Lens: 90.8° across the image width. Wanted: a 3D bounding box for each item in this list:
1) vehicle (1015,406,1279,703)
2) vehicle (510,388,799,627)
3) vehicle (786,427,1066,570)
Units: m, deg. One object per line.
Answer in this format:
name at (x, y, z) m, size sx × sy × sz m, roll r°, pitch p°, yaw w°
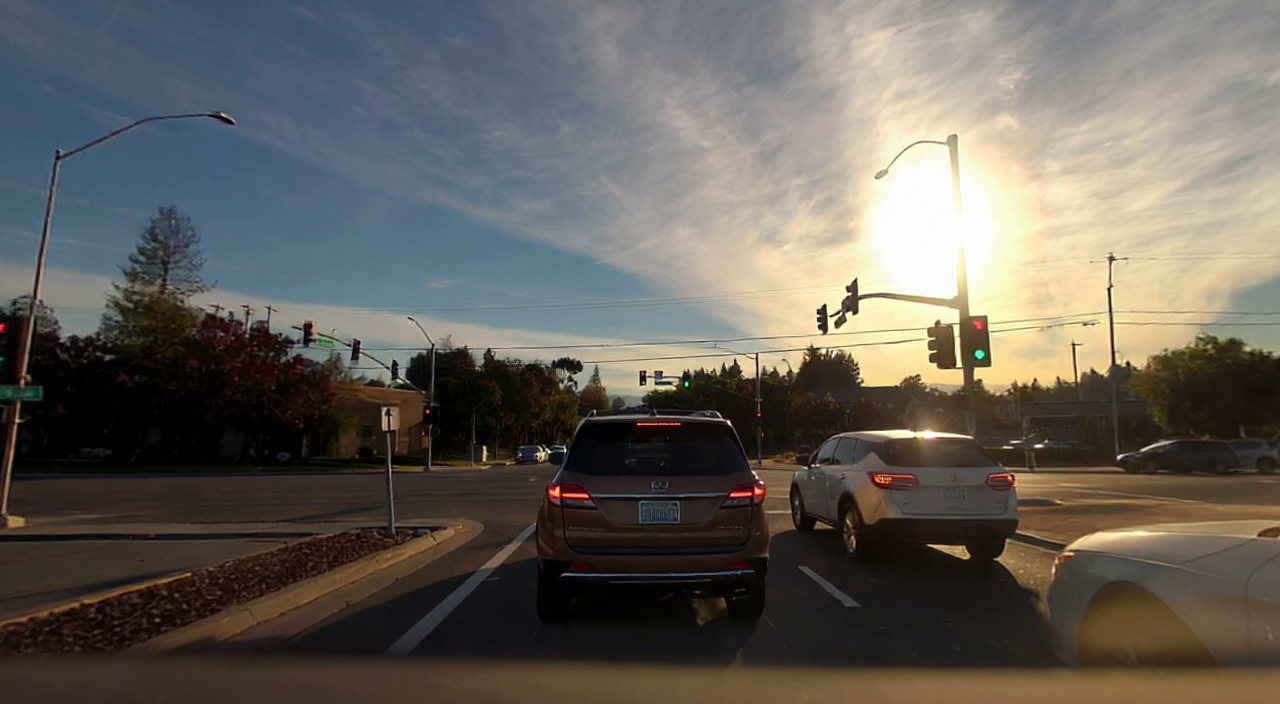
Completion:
vehicle at (3.158, 0.818, 1.434) m, size 1.924 × 1.466 × 4.461 m, roll 0°, pitch -8°, yaw 1°
vehicle at (0.104, 1.500, 7.072) m, size 2.170 × 1.793 × 4.468 m, roll 0°, pitch -8°, yaw 0°
vehicle at (3.526, 1.861, 8.858) m, size 1.861 × 1.495 × 4.215 m, roll 0°, pitch -8°, yaw -1°
